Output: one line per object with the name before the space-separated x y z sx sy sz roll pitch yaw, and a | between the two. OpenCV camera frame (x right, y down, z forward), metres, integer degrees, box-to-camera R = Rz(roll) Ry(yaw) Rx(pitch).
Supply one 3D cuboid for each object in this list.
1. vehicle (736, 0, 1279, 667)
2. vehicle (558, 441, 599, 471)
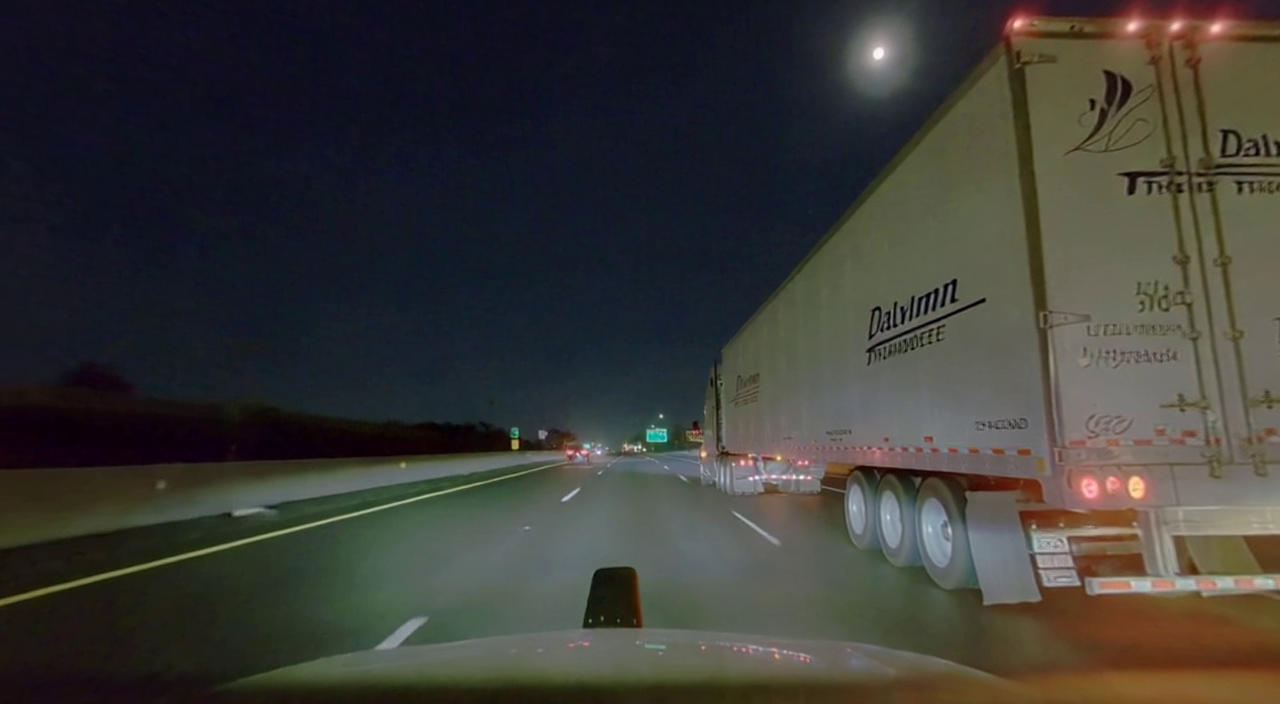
vehicle | 3.944 0.622 10.106 2.962 4.132 12.720 0 -8 1
vehicle | -3.574 6.119 37.372 2.030 1.657 3.926 0 -8 0
